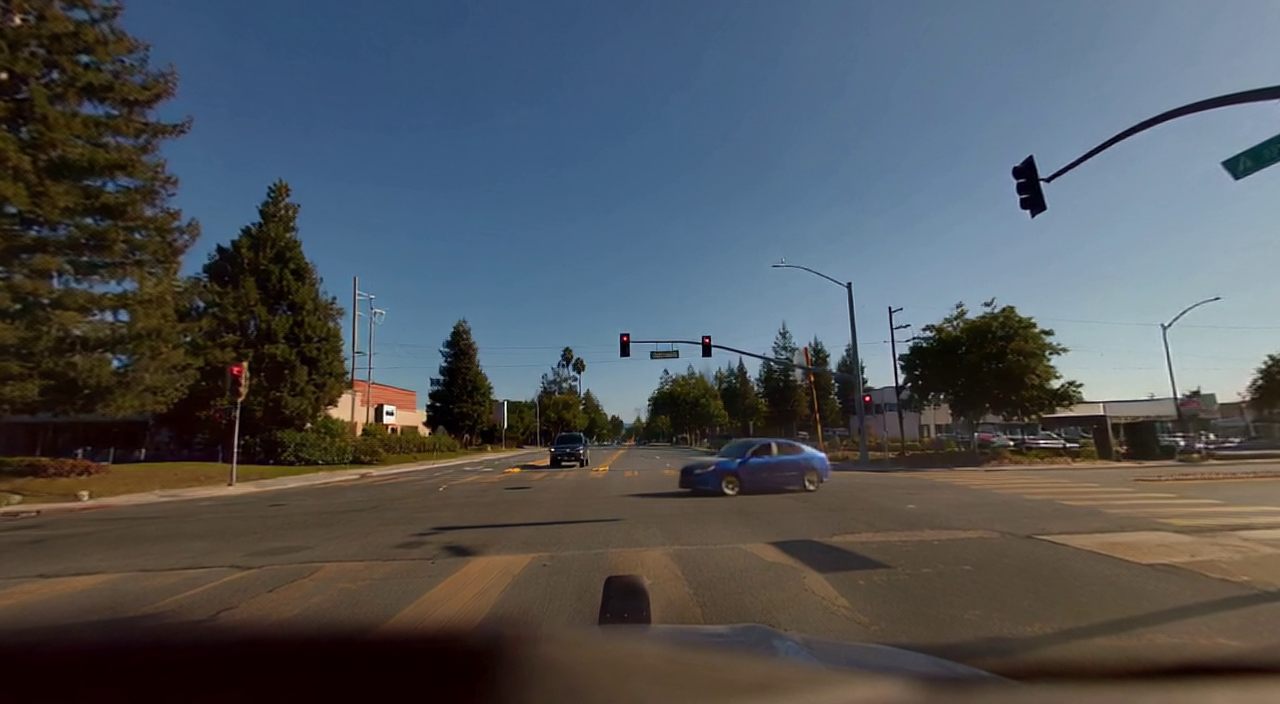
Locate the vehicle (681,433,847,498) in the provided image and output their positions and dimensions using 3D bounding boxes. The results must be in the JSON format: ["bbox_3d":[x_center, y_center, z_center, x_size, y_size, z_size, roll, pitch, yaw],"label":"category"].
[{"bbox_3d":[3.419,3.011,17.117,4.377,1.523,1.877,6,-10,-35],"label":"vehicle"}]

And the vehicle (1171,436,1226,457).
[{"bbox_3d":[42.854,7.241,48.293,4.133,1.561,1.824,5,-10,-30],"label":"vehicle"}]

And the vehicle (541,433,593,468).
[{"bbox_3d":[-3.663,5.049,32.445,2.140,1.638,4.259,0,-8,0],"label":"vehicle"}]
